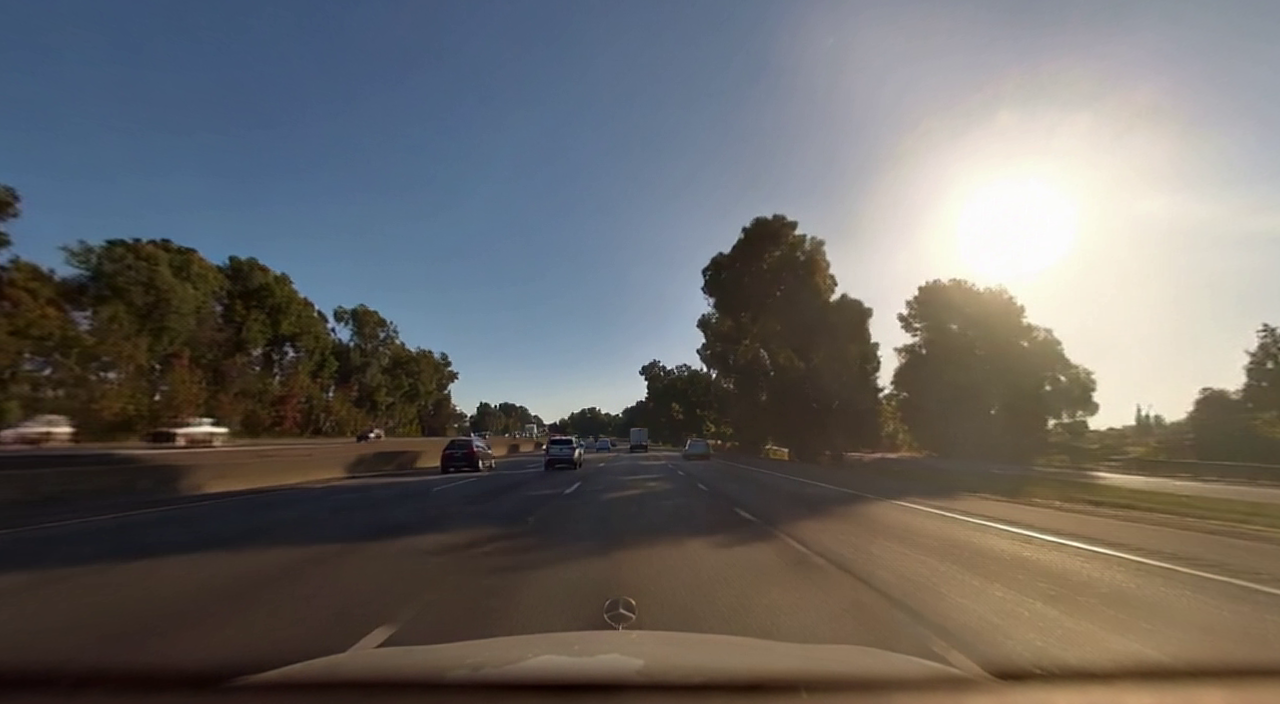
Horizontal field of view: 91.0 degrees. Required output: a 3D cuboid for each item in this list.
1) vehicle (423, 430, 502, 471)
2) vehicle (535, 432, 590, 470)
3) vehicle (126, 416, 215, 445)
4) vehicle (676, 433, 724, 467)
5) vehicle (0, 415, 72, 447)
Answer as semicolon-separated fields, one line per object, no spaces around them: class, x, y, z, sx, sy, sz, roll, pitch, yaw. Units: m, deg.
vehicle;-8.082;4.548;29.155;2.237;1.703;4.681;0;-9;0
vehicle;-3.595;4.710;29.986;2.002;1.680;4.301;0;-9;0
vehicle;-27.773;4.714;37.421;1.887;1.573;4.308;0;-9;2
vehicle;3.179;5.318;34.224;2.053;1.698;4.097;0;-9;-2
vehicle;-35.168;4.410;34.855;2.145;1.679;5.544;0;-9;2
